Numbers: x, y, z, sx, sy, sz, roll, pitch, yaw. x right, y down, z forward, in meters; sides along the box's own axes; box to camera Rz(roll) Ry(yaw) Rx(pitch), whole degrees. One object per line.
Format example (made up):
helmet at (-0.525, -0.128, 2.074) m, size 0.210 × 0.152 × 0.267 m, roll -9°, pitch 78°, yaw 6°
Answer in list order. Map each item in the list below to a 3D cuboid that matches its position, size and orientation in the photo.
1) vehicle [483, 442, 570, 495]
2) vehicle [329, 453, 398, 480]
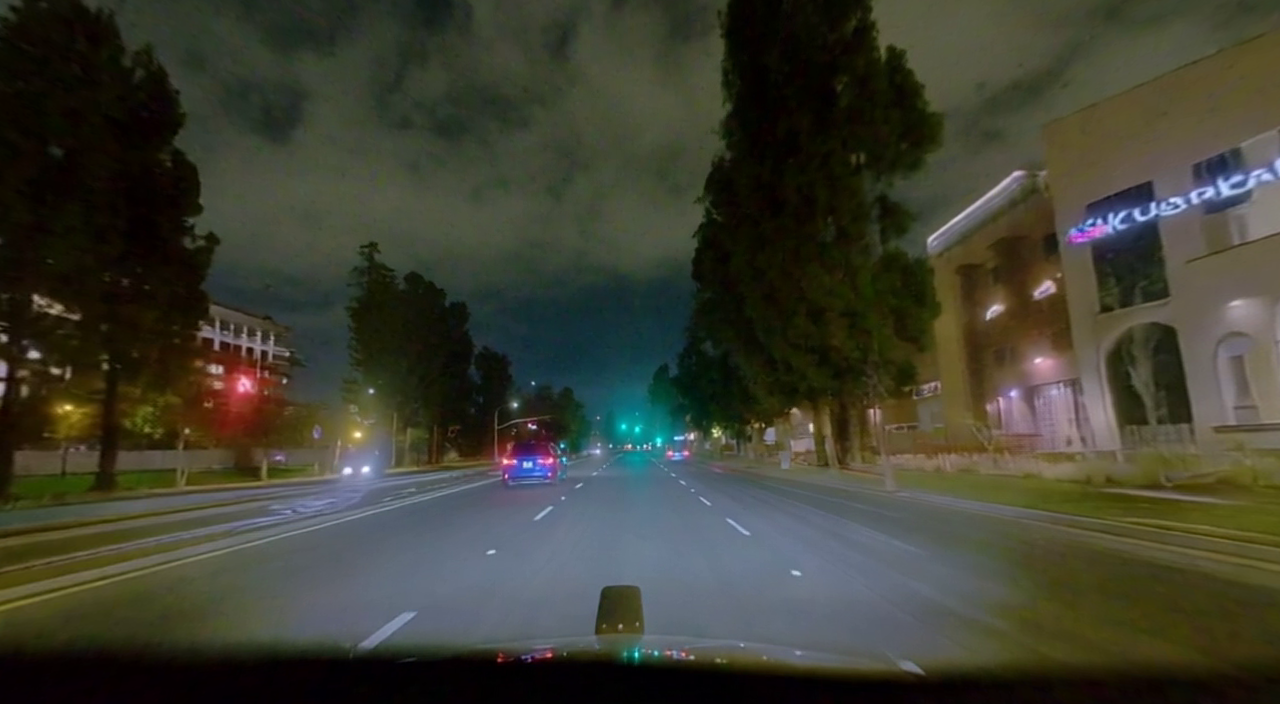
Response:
vehicle at (-3.452, 3.626, 20.047) m, size 2.005 × 1.477 × 4.169 m, roll 0°, pitch -8°, yaw 0°
vehicle at (-16.567, 6.876, 38.179) m, size 2.029 × 1.453 × 4.708 m, roll 0°, pitch -8°, yaw 0°
